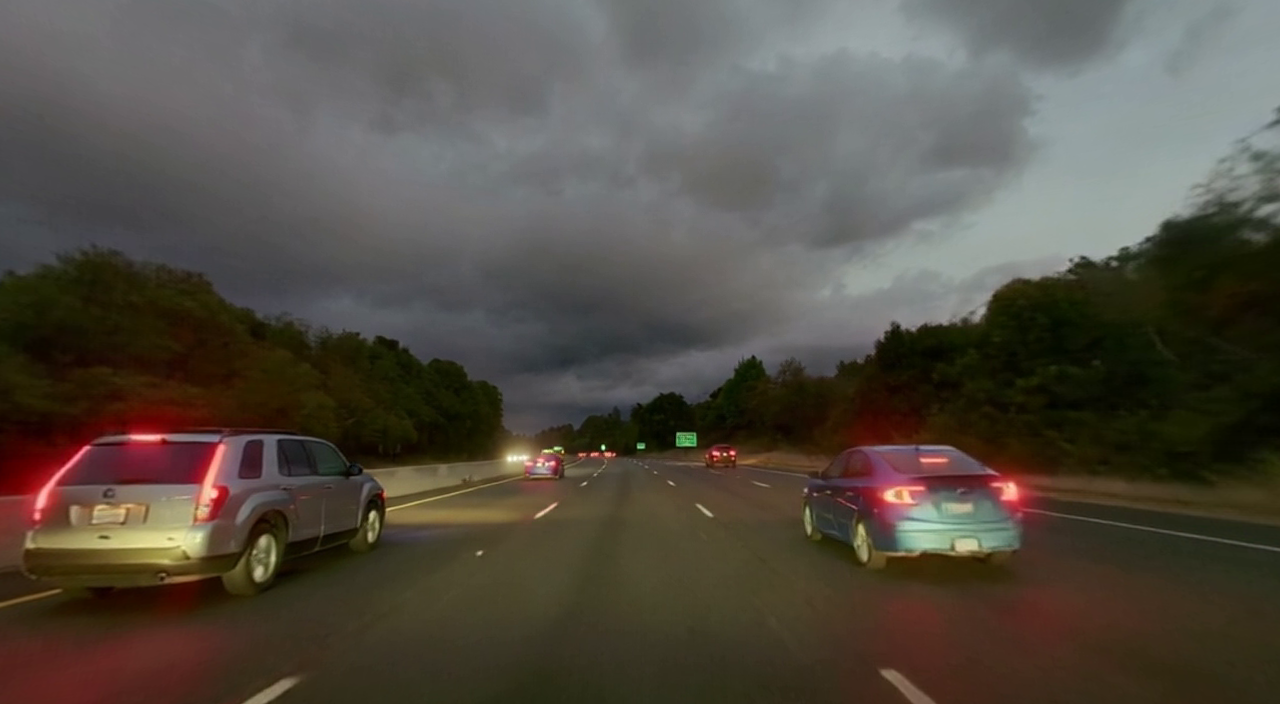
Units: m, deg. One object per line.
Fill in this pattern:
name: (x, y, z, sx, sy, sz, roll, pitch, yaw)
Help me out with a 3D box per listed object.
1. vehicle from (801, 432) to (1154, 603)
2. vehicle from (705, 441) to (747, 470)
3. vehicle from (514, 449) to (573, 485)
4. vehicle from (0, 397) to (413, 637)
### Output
vehicle: (3.721, 1.890, 8.119, 2.120, 1.572, 4.344, 0, -9, 0)
vehicle: (6.679, 8.087, 49.441, 2.378, 2.096, 5.119, 0, -9, -3)
vehicle: (-4.224, 5.101, 28.274, 2.009, 1.488, 4.289, 0, -9, 0)
vehicle: (-4.303, 1.538, 6.819, 2.079, 1.745, 4.281, 0, -9, 0)
